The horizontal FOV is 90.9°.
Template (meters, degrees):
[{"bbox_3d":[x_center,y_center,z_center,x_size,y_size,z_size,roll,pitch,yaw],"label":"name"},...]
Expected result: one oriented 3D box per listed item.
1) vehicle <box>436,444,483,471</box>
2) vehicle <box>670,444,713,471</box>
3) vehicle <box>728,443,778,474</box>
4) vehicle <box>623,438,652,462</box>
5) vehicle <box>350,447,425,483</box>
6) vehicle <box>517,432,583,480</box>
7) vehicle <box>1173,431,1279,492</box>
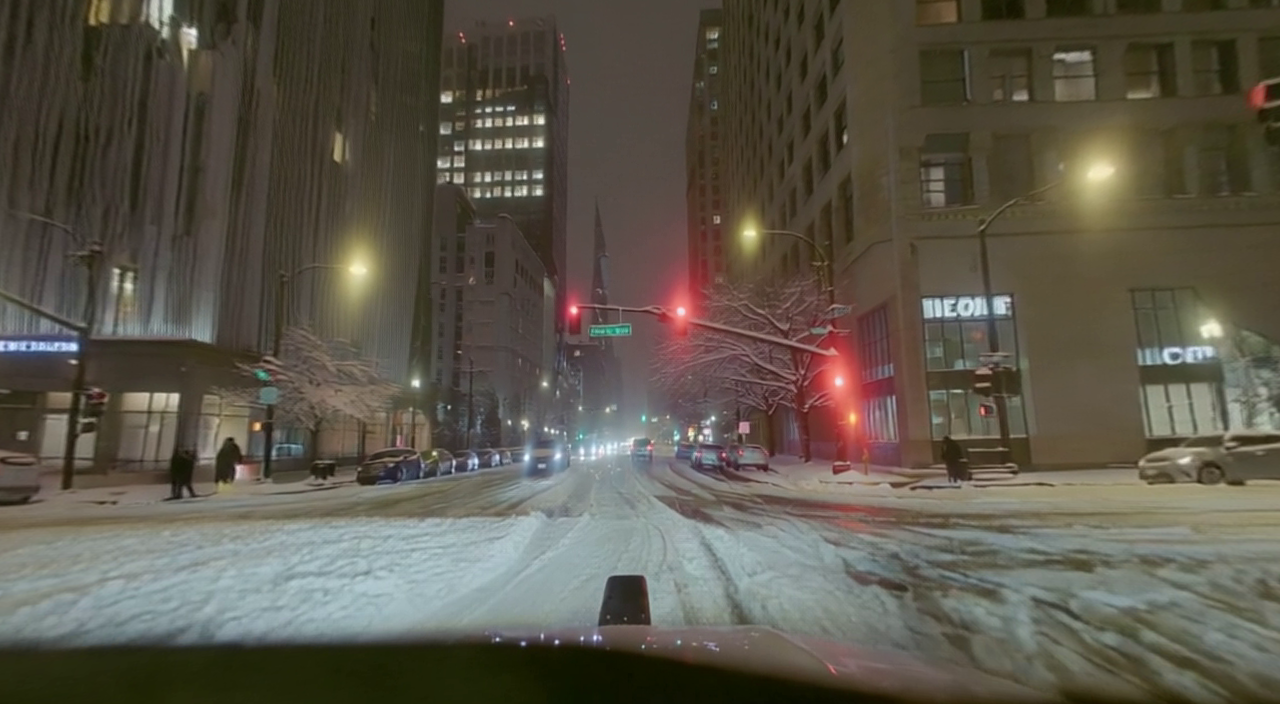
[{"bbox_3d":[-12.269,7.210,43.191,1.854,1.727,4.426,0,-8,1],"label":"vehicle"},{"bbox_3d":[2.754,5.686,34.310,1.919,1.371,3.583,0,-8,-2],"label":"vehicle"},{"bbox_3d":[6.029,5.684,34.068,1.882,1.479,4.652,2,-8,0],"label":"vehicle"},{"bbox_3d":[-0.208,7.585,49.061,2.165,1.749,4.078,0,-8,0],"label":"vehicle"},{"bbox_3d":[-12.700,5.693,32.044,2.118,1.644,4.188,0,-8,-1],"label":"vehicle"},{"bbox_3d":[-3.859,4.533,27.787,2.176,1.804,4.740,-2,-8,0],"label":"vehicle"},{"bbox_3d":[17.119,2.853,16.605,4.293,1.495,1.935,0,-8,1],"label":"vehicle"}]
